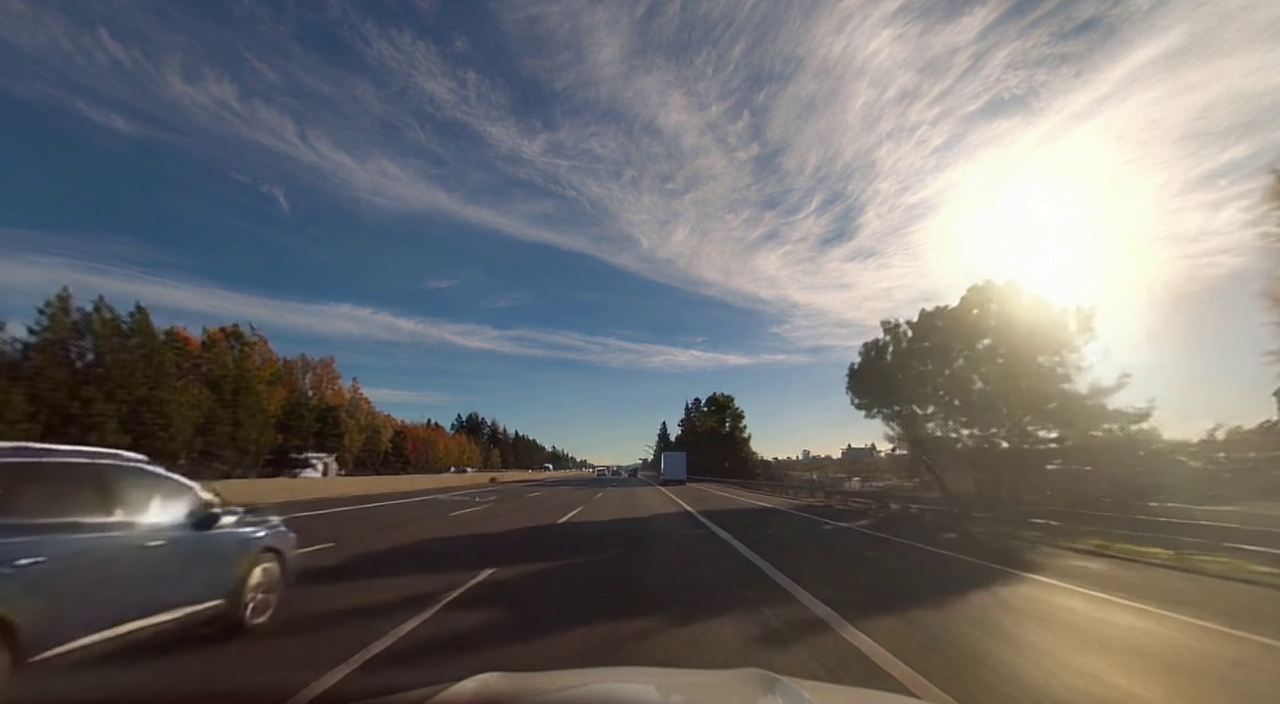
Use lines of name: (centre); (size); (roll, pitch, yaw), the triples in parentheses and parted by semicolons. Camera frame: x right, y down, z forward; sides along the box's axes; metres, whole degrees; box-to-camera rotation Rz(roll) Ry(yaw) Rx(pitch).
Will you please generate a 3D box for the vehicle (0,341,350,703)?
vehicle: (-3.842, 1.027, 3.581); (2.036, 1.835, 4.888); (1, -10, 0)
